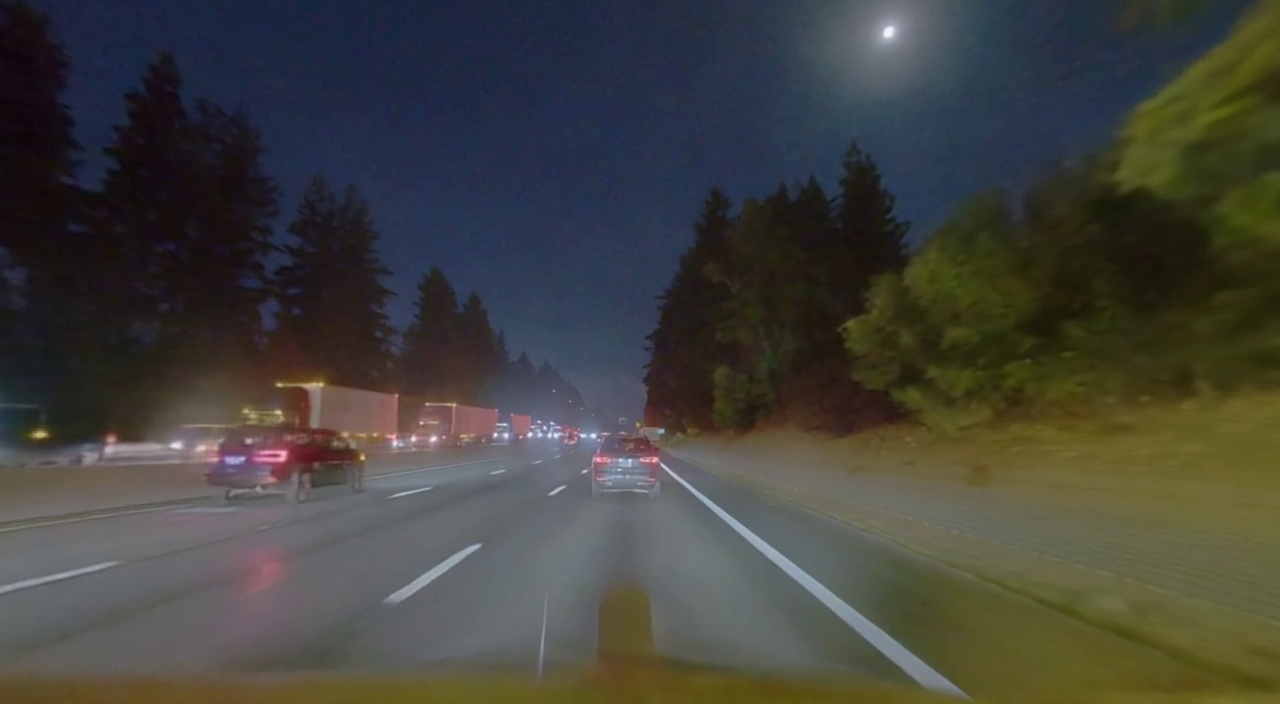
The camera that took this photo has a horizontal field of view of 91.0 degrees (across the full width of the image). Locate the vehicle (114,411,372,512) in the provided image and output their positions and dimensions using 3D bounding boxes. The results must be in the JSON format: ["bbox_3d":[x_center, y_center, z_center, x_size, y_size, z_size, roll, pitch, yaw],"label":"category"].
[{"bbox_3d":[-7.558,2.139,12.718,2.325,1.663,4.426,0,-8,0],"label":"vehicle"}]

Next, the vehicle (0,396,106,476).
[{"bbox_3d":[-14.628,1.859,13.896,1.895,1.683,4.224,0,-8,0],"label":"vehicle"}]

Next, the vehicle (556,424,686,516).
[{"bbox_3d":[-0.320,2.261,12.636,2.127,1.497,4.445,0,-8,0],"label":"vehicle"}]
